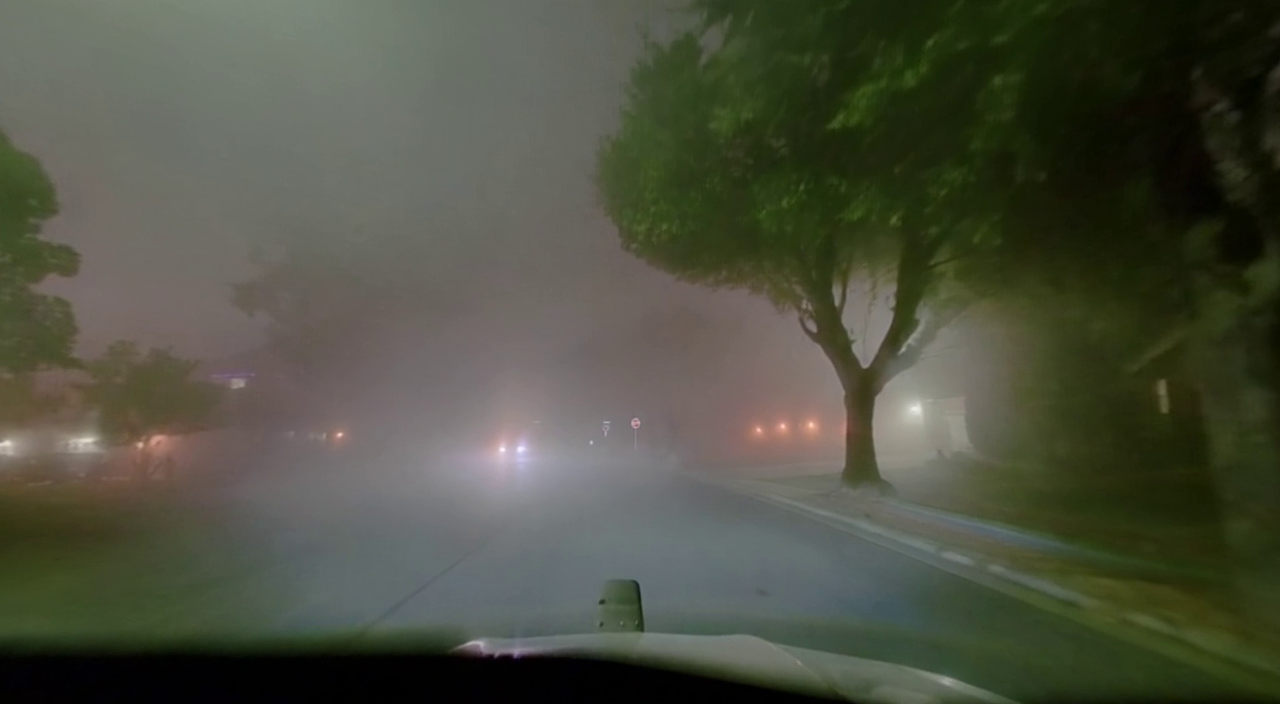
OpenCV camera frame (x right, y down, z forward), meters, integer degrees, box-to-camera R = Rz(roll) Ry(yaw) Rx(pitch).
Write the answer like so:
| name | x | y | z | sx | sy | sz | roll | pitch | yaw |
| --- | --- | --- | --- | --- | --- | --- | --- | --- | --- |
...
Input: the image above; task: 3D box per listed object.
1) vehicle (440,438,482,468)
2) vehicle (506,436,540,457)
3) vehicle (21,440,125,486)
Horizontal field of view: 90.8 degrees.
| name | x | y | z | sx | sy | sz | roll | pitch | yaw |
| --- | --- | --- | --- | --- | --- | --- | --- | --- | --- |
| vehicle | -10.397 | 5.879 | 36.995 | 1.994 | 1.656 | 4.334 | 2 | -9 | -12 |
| vehicle | -8.792 | 7.166 | 47.868 | 2.146 | 1.506 | 4.885 | 1 | -8 | -7 |
| vehicle | -24.210 | 4.700 | 27.237 | 1.973 | 1.787 | 5.045 | 4 | -9 | -27 |
